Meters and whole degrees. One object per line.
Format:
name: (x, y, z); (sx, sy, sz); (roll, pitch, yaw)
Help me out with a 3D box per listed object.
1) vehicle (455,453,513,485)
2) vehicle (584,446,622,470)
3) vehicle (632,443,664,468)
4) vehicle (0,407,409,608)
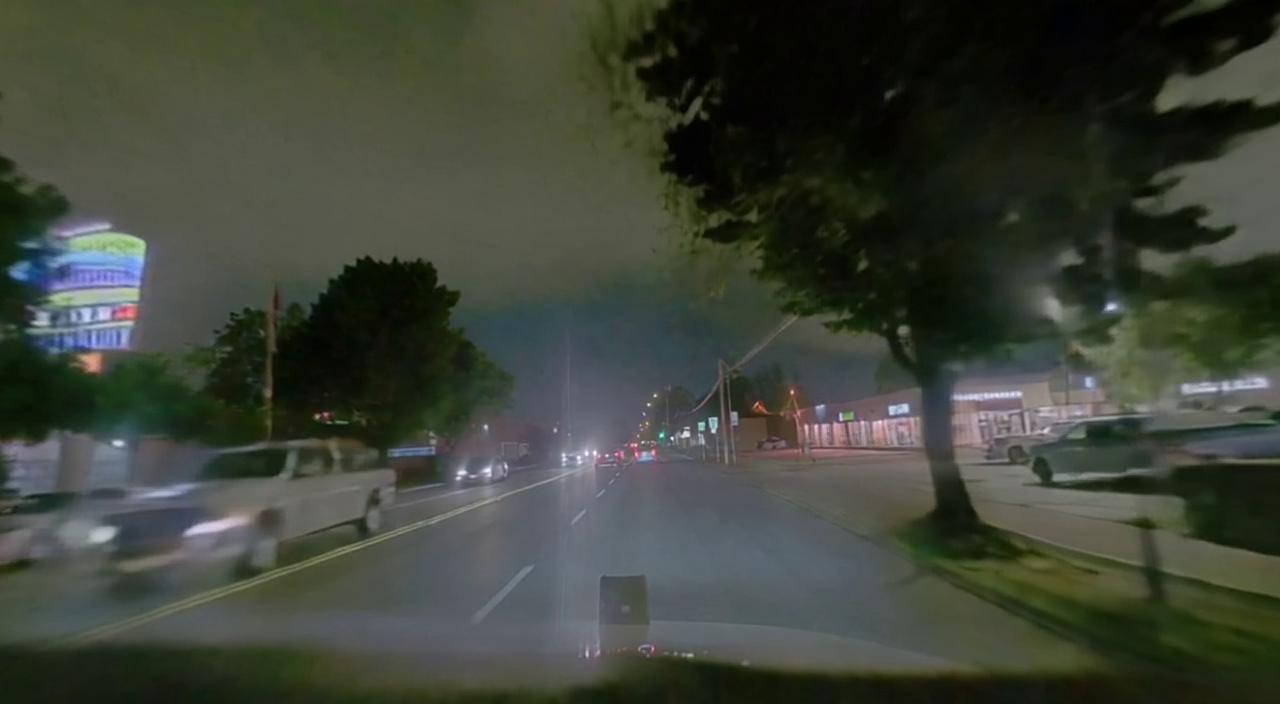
vehicle: (-8.294, 6.243, 33.943); (1.952, 1.540, 4.413); (-1, -8, 1)
vehicle: (-2.234, 6.635, 39.712); (2.099, 1.424, 4.609); (0, -8, 0)
vehicle: (0.501, 6.723, 41.118); (2.020, 1.478, 3.922); (0, -8, 0)
vehicle: (-6.116, 2.187, 10.121); (2.644, 2.161, 5.825); (-2, -8, 0)
